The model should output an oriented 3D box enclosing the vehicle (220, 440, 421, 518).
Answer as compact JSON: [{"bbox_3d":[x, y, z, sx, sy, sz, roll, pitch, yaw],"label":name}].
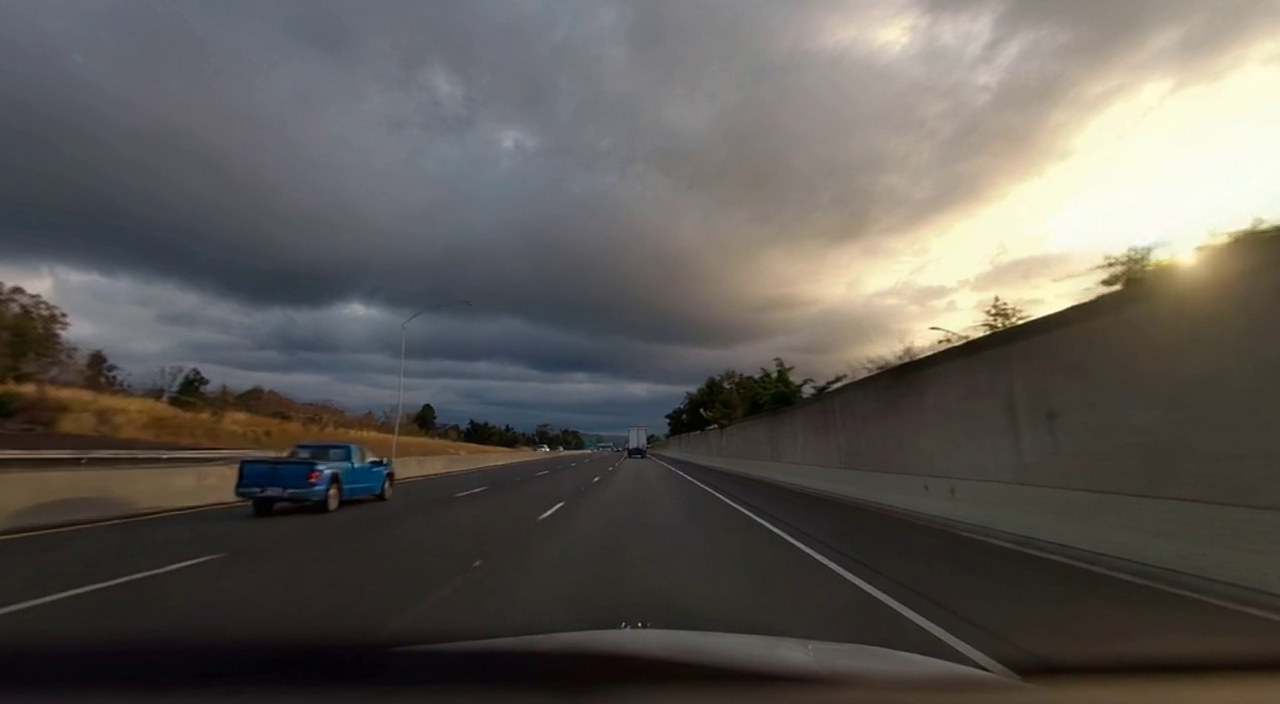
[{"bbox_3d":[-7.036,2.831,14.672,2.017,1.468,5.031,0,-9,0],"label":"vehicle"}]
